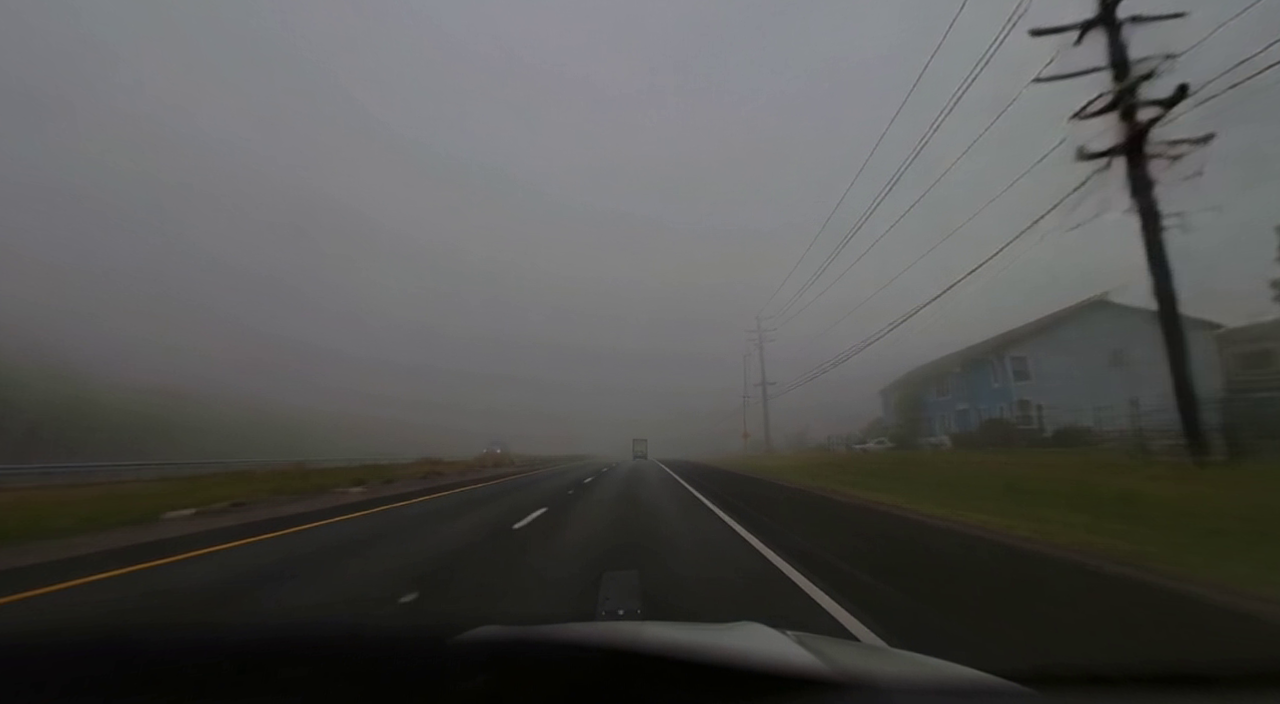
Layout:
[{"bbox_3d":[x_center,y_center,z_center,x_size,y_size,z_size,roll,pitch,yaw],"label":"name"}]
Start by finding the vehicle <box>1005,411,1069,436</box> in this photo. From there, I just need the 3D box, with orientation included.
[{"bbox_3d":[28.202,5.129,44.915,1.887,1.623,4.203,0,-9,2],"label":"vehicle"}]
